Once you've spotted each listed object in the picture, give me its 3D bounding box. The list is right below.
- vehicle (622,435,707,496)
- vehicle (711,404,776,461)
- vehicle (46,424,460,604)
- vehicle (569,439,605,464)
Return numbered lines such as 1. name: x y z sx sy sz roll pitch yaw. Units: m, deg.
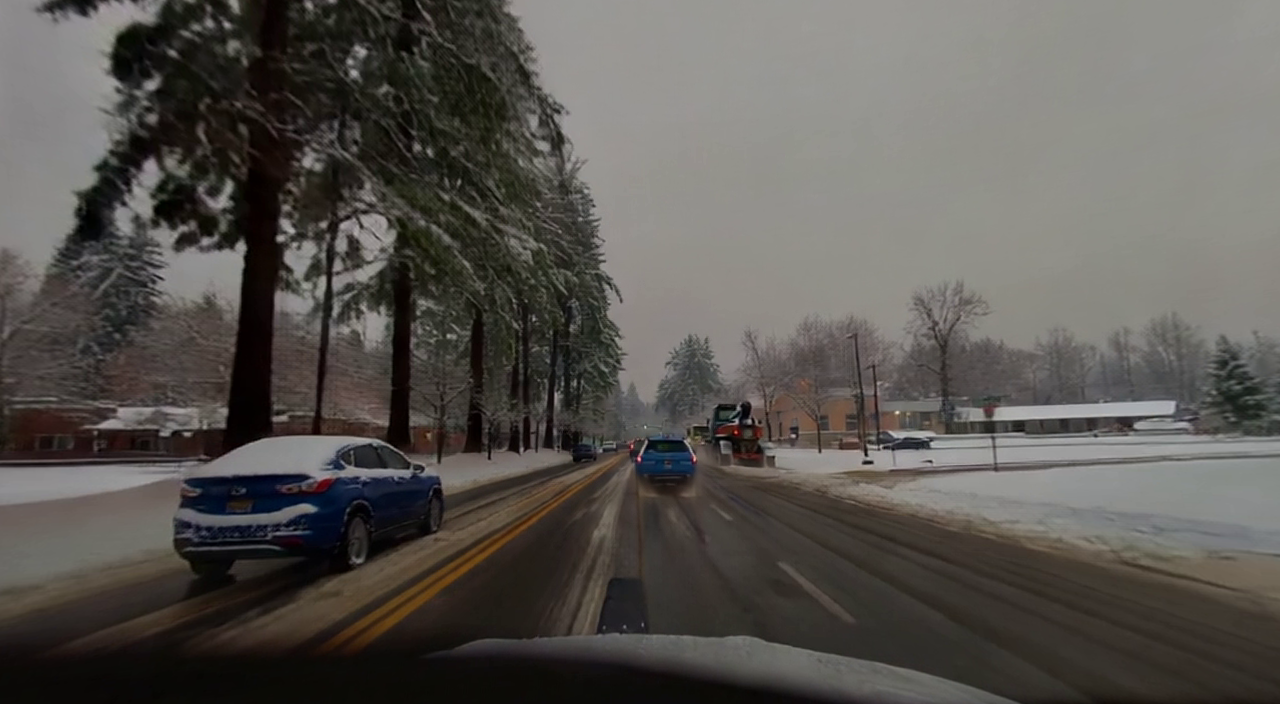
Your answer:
1. vehicle: 0.595 3.089 17.533 2.086 1.466 4.026 0 -8 0
2. vehicle: 5.999 4.815 37.489 2.736 3.078 5.825 -1 -8 -1
3. vehicle: -3.979 1.727 7.794 2.003 1.507 4.808 0 -8 1
4. vehicle: -3.673 7.010 44.365 2.062 1.641 4.193 0 -8 2
